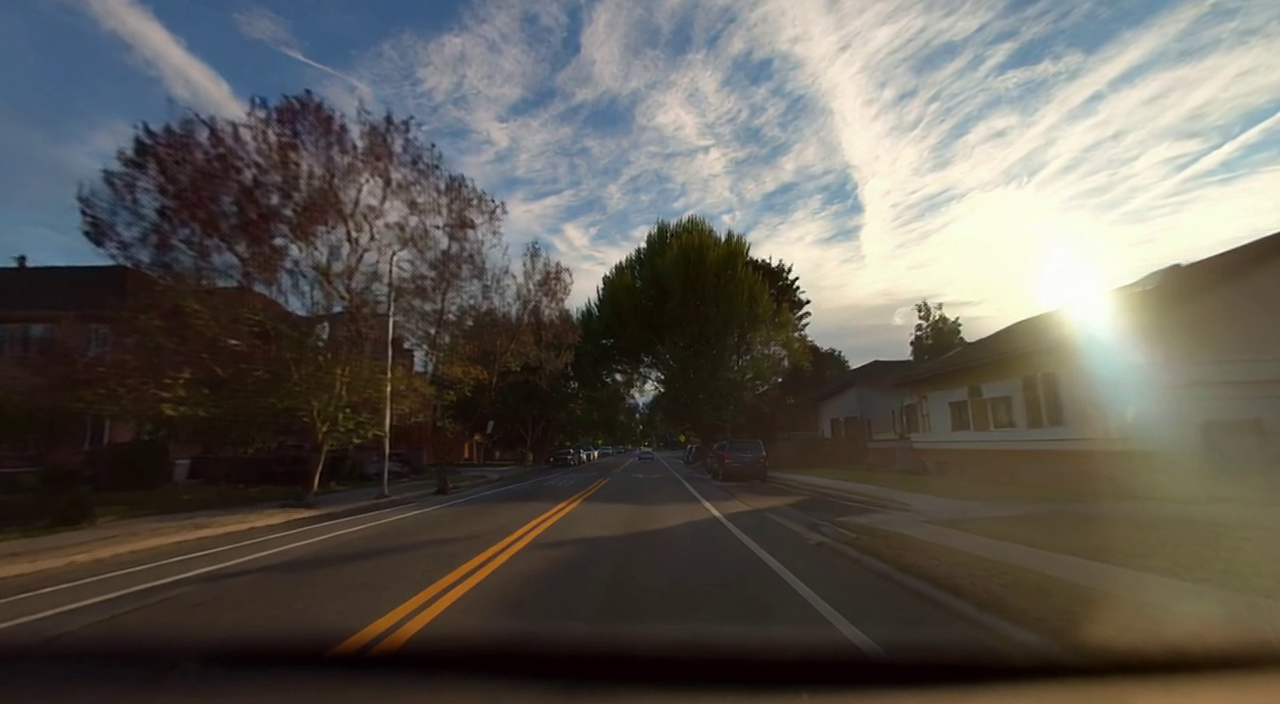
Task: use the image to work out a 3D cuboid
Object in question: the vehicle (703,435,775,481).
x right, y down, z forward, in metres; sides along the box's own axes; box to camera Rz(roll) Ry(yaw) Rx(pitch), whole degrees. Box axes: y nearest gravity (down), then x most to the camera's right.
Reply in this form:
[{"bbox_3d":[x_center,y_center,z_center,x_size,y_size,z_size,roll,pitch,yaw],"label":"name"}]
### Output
[{"bbox_3d":[4.063,4.463,26.807,1.937,1.752,4.574,1,-9,-5],"label":"vehicle"}]
